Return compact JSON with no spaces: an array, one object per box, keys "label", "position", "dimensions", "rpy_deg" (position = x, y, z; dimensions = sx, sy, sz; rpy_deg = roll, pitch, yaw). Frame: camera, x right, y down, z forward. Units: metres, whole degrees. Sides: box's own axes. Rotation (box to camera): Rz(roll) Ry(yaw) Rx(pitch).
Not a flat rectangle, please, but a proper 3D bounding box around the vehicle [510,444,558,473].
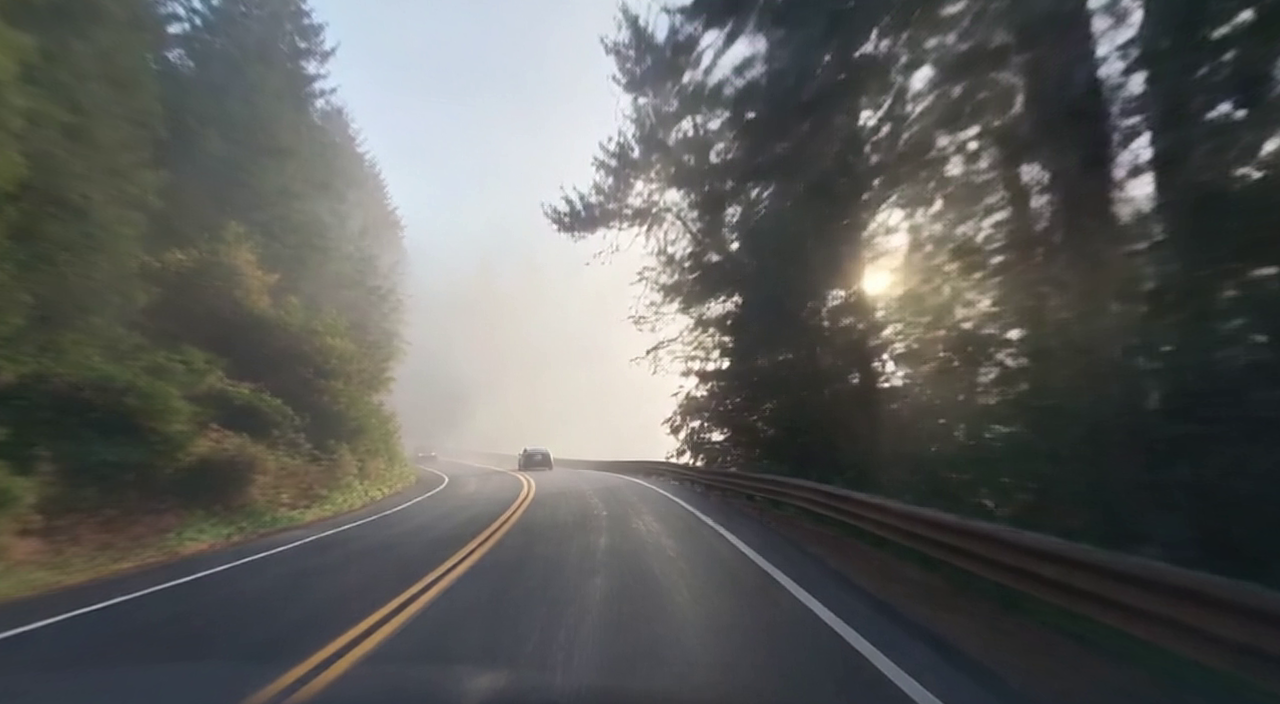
[{"label":"vehicle","position":[-6.176,6.104,36.404],"dimensions":[2.120,1.491,4.349],"rpy_deg":[3,-9,-17]}]
